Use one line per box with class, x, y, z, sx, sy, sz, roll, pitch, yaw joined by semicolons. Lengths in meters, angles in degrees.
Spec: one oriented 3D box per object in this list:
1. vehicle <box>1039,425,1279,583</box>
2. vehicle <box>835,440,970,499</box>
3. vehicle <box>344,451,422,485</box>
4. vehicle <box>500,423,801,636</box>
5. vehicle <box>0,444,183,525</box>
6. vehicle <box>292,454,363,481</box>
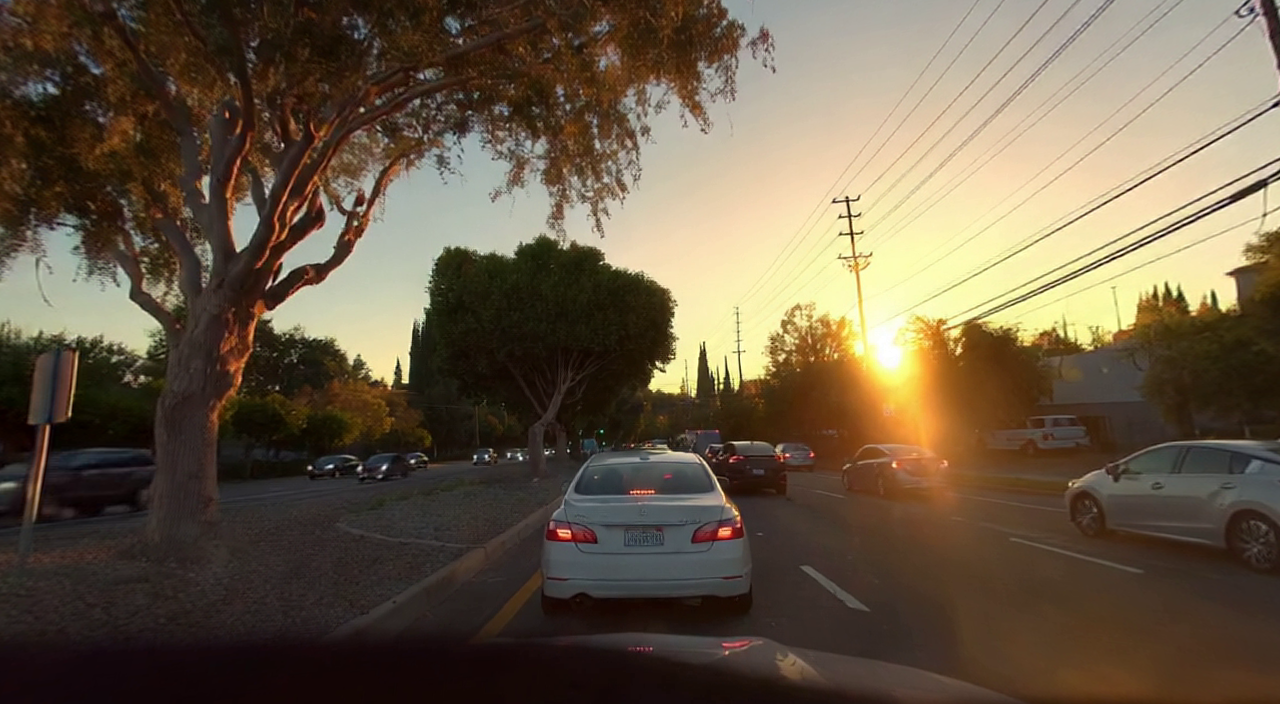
vehicle;6.988;1.631;7.286;1.850;1.480;4.474;0;-8;1
vehicle;7.269;3.267;18.058;1.899;1.458;4.499;0;-8;0
vehicle;-12.009;5.428;29.775;1.804;1.430;4.456;0;-8;0
vehicle;0.061;1.539;6.481;2.108;1.479;3.935;0;-8;0
vehicle;-15.403;3.402;17.023;2.056;1.809;5.354;0;-8;0
vehicle;-18.881;6.969;38.404;1.884;1.466;4.821;0;-8;0
